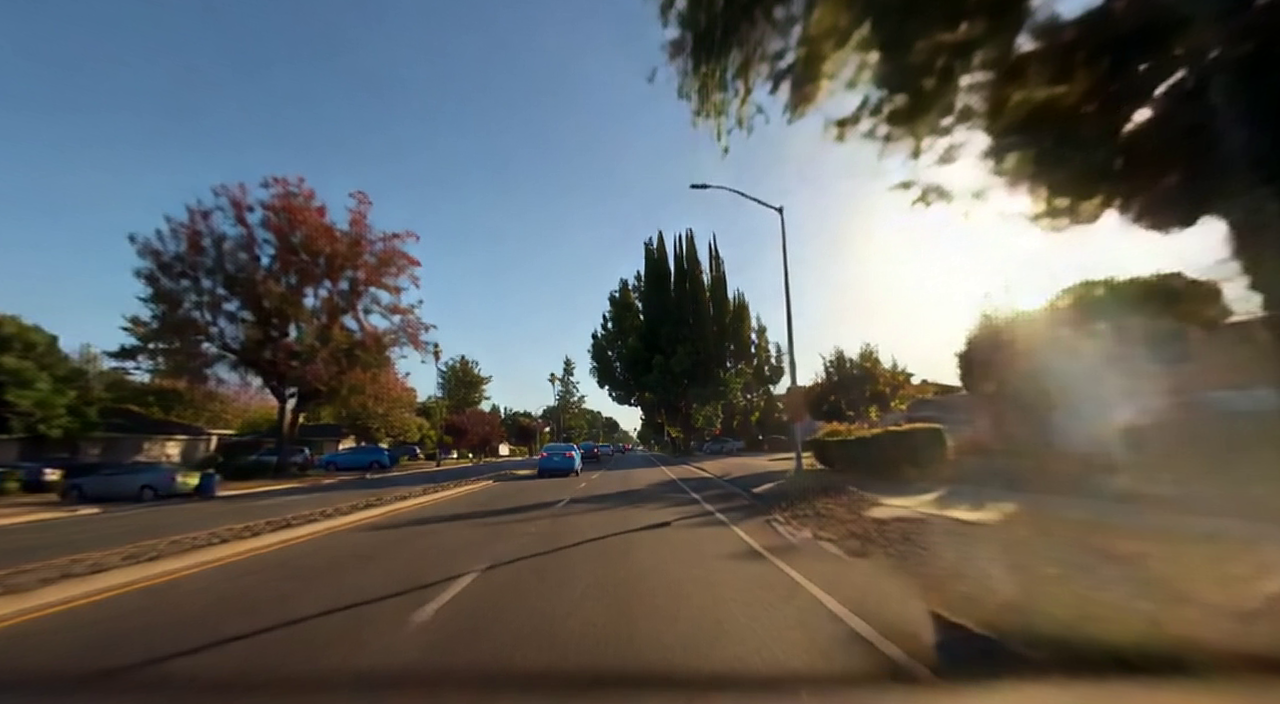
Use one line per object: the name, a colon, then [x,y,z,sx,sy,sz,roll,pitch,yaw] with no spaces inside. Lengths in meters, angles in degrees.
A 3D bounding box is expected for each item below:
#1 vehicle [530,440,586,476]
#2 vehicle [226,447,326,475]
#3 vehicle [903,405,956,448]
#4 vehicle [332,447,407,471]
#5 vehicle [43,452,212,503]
vehicle: [-3.611,4.741,28.508,2.030,1.467,4.251,0,-8,-1]
vehicle: [-26.395,7.911,45.978,6.046,1.942,2.085,-1,-8,3]
vehicle: [17.597,4.583,38.161,2.153,2.355,5.958,-5,-9,30]
vehicle: [-21.079,8.330,49.356,4.866,1.749,2.158,0,-8,2]
vehicle: [-19.709,4.823,24.484,4.802,1.511,1.866,-2,-7,-5]
